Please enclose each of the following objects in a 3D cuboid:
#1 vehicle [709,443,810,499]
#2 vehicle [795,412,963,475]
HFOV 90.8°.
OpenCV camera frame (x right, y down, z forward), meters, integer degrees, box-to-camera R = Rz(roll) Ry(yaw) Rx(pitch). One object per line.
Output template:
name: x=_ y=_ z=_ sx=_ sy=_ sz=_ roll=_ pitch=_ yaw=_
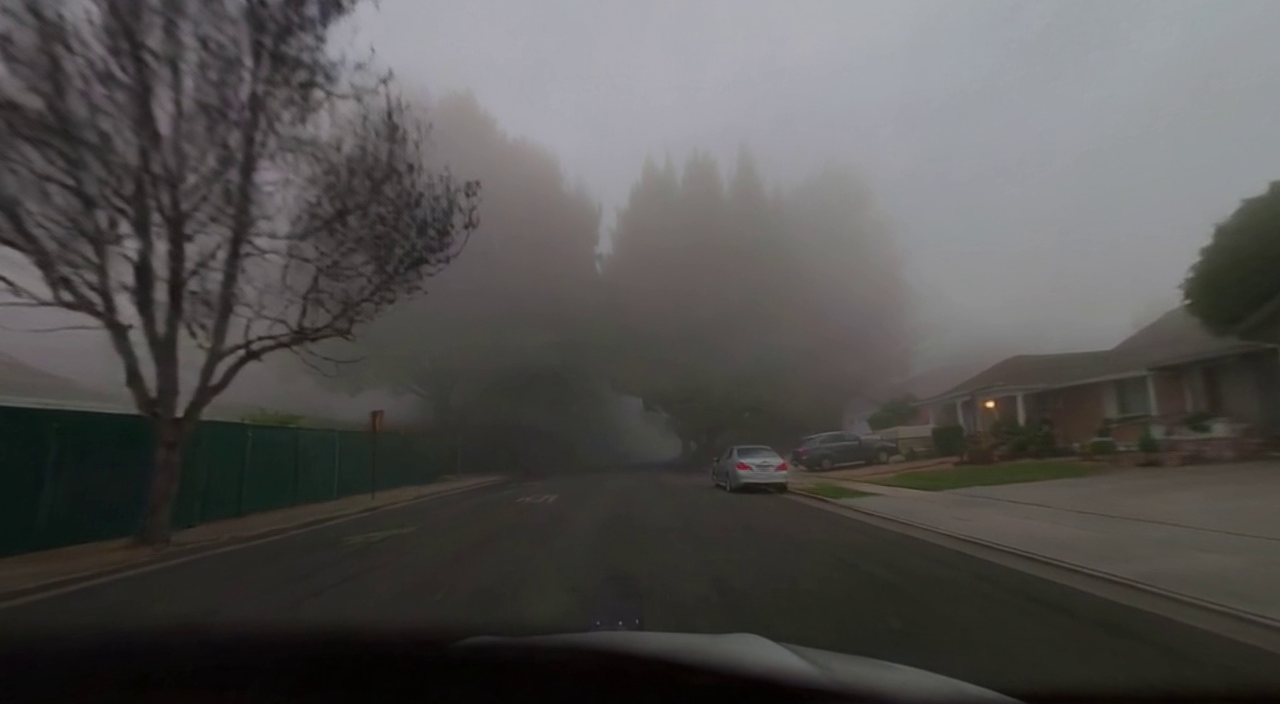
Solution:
vehicle: x=3.640 y=3.733 z=20.265 sx=2.051 sy=1.524 sz=5.047 roll=0 pitch=-9 yaw=-2
vehicle: x=9.780 y=3.820 z=26.309 sx=5.935 sy=1.911 sz=2.236 roll=-6 pitch=-10 yaw=-1
